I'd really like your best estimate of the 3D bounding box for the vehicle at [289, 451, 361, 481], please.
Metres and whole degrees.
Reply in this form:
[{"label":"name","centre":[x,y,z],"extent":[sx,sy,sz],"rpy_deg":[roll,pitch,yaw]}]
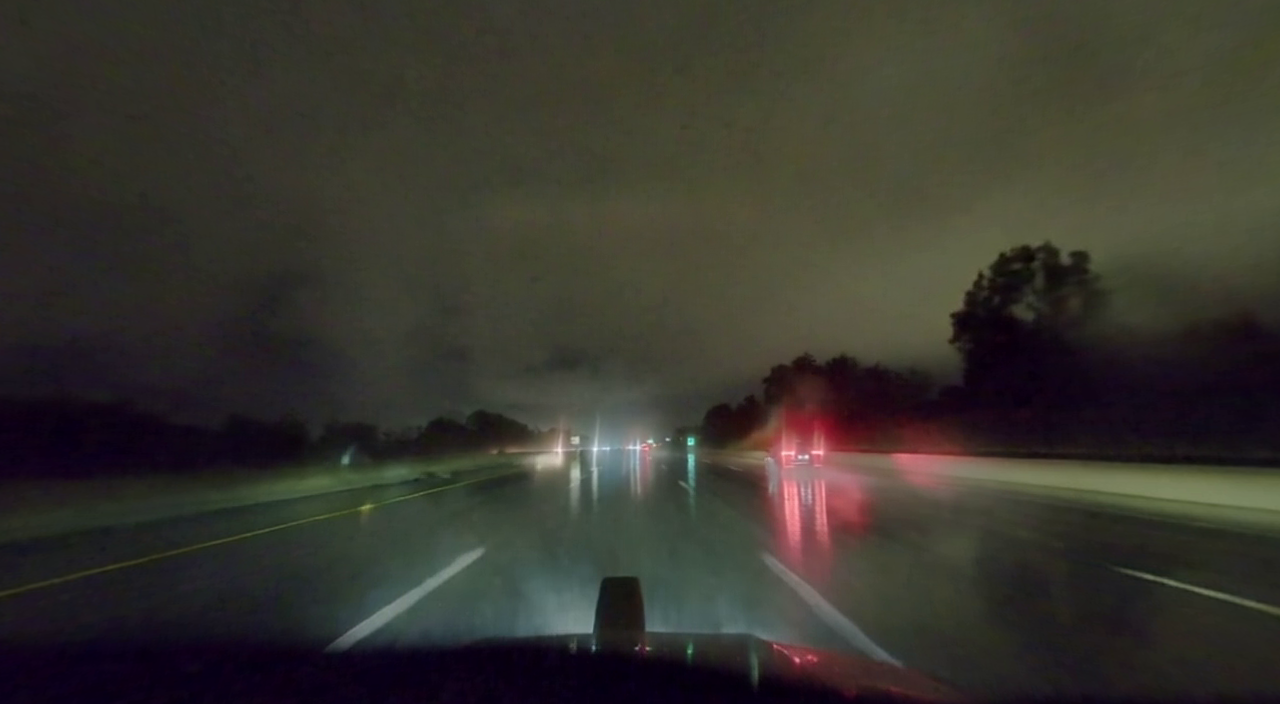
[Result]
[{"label":"vehicle","centre":[-19.463,7.041,39.255],"extent":[2.025,1.633,4.820],"rpy_deg":[0,-8,0]}]
